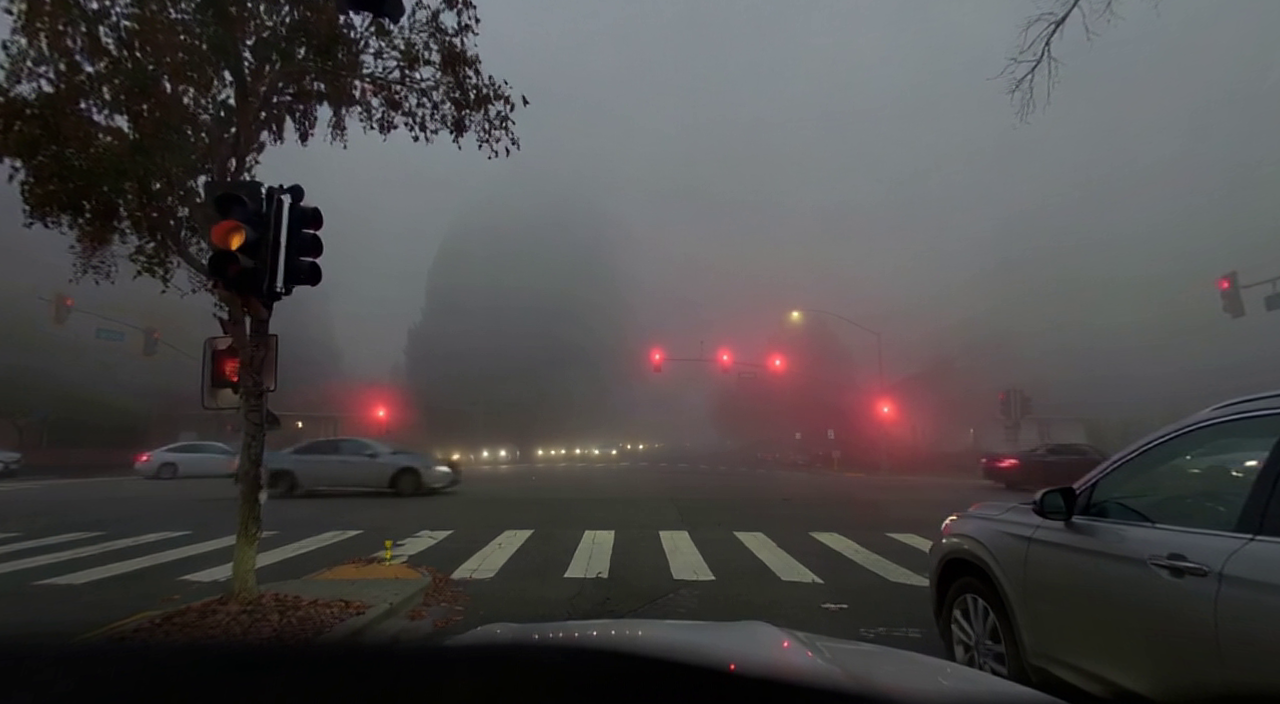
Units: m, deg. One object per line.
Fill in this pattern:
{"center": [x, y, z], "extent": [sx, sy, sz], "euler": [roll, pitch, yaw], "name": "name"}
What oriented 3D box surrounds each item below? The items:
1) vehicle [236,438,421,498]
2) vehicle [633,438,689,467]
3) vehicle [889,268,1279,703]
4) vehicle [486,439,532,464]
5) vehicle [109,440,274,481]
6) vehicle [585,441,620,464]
{"center": [-8.115, 3.042, 16.758], "extent": [3.894, 1.487, 1.863], "euler": [0, -8, -1], "name": "vehicle"}
{"center": [1.384, 6.124, 38.726], "extent": [2.130, 1.633, 4.532], "euler": [-3, -9, 20], "name": "vehicle"}
{"center": [2.709, 0.705, 1.728], "extent": [2.085, 1.800, 4.908], "euler": [0, -9, 1], "name": "vehicle"}
{"center": [-8.979, 6.862, 43.657], "extent": [2.028, 1.654, 5.027], "euler": [0, -9, 1], "name": "vehicle"}
{"center": [-17.027, 4.132, 24.254], "extent": [4.689, 1.490, 1.920], "euler": [2, -9, -10], "name": "vehicle"}
{"center": [-2.456, 6.715, 42.321], "extent": [2.046, 1.491, 4.118], "euler": [0, -8, 0], "name": "vehicle"}
